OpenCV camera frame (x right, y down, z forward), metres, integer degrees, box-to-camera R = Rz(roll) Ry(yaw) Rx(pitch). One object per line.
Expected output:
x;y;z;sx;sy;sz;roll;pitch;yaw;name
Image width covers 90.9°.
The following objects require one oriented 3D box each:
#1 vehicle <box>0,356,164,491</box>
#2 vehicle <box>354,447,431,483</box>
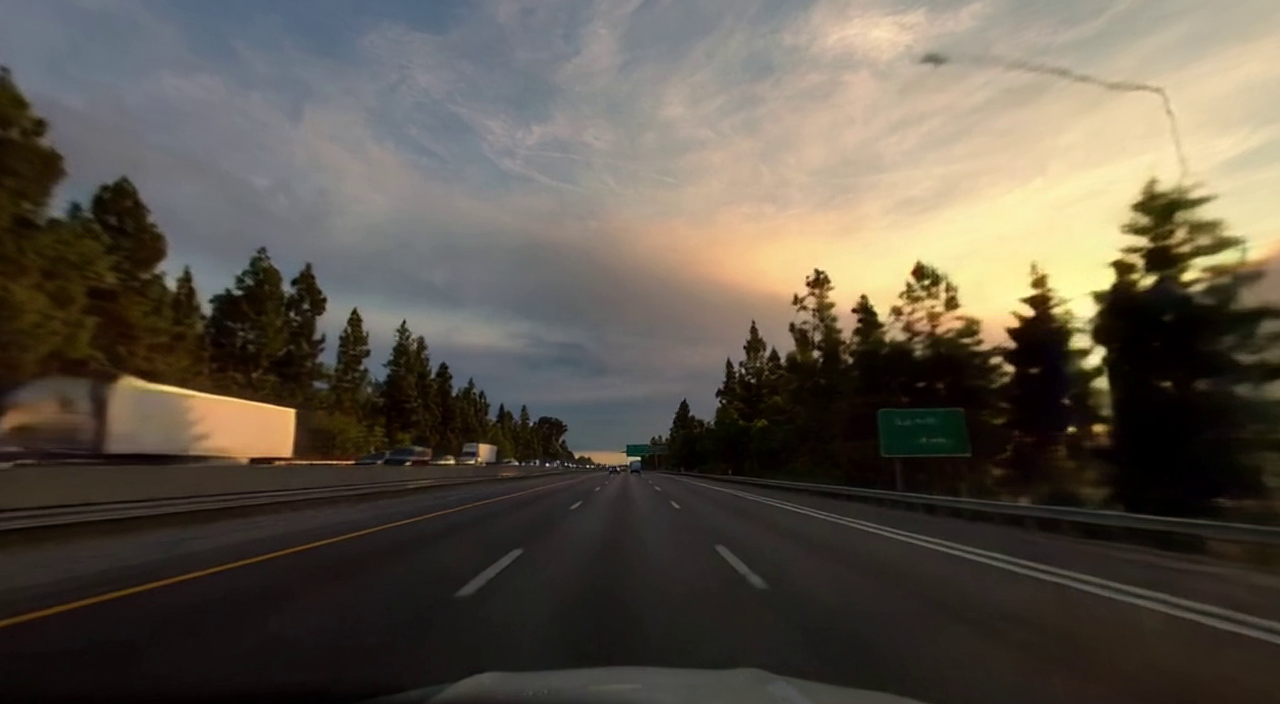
-20.047;2.570;21.286;2.931;3.913;5.982;1;-10;0;vehicle
-12.065;5.557;31.007;2.157;1.605;4.018;1;-10;-1;vehicle
